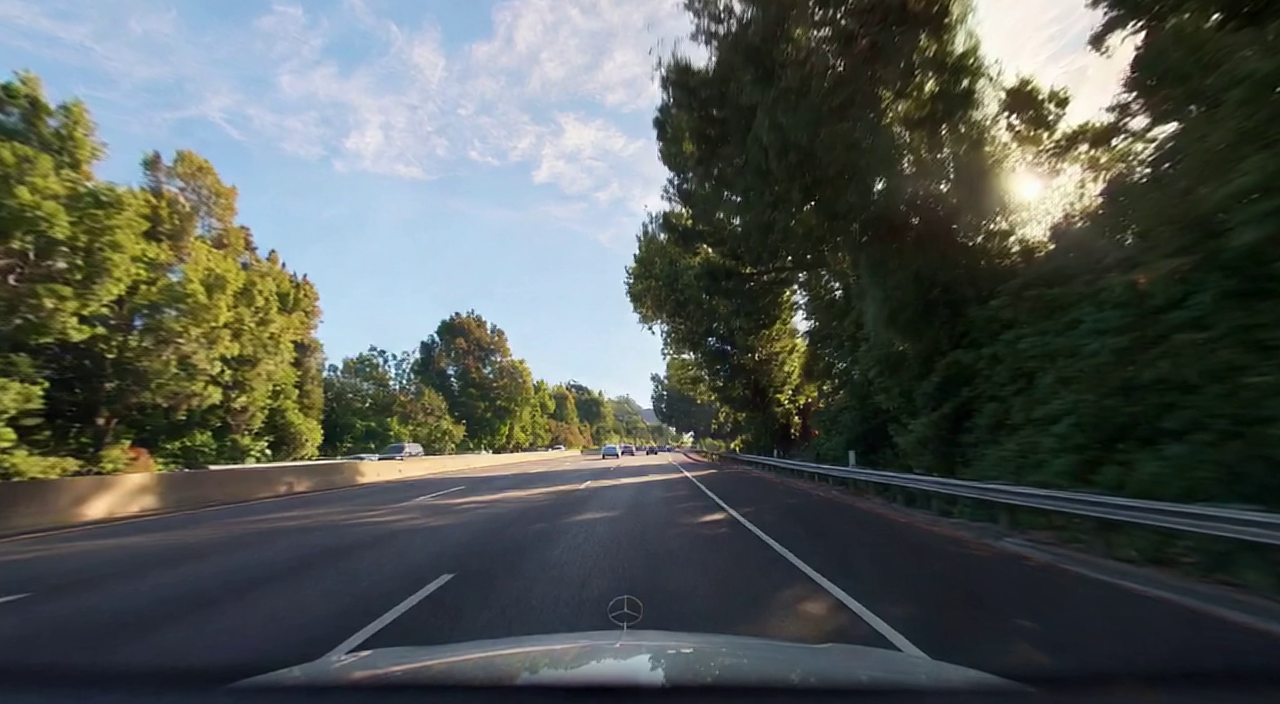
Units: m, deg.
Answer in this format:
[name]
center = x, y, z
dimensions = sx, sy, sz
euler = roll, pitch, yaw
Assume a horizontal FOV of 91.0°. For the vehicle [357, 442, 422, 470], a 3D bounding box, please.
[vehicle]
center = -16.605, 6.935, 42.101
dimensions = 2.133, 1.740, 5.122
euler = 0, -8, 1
